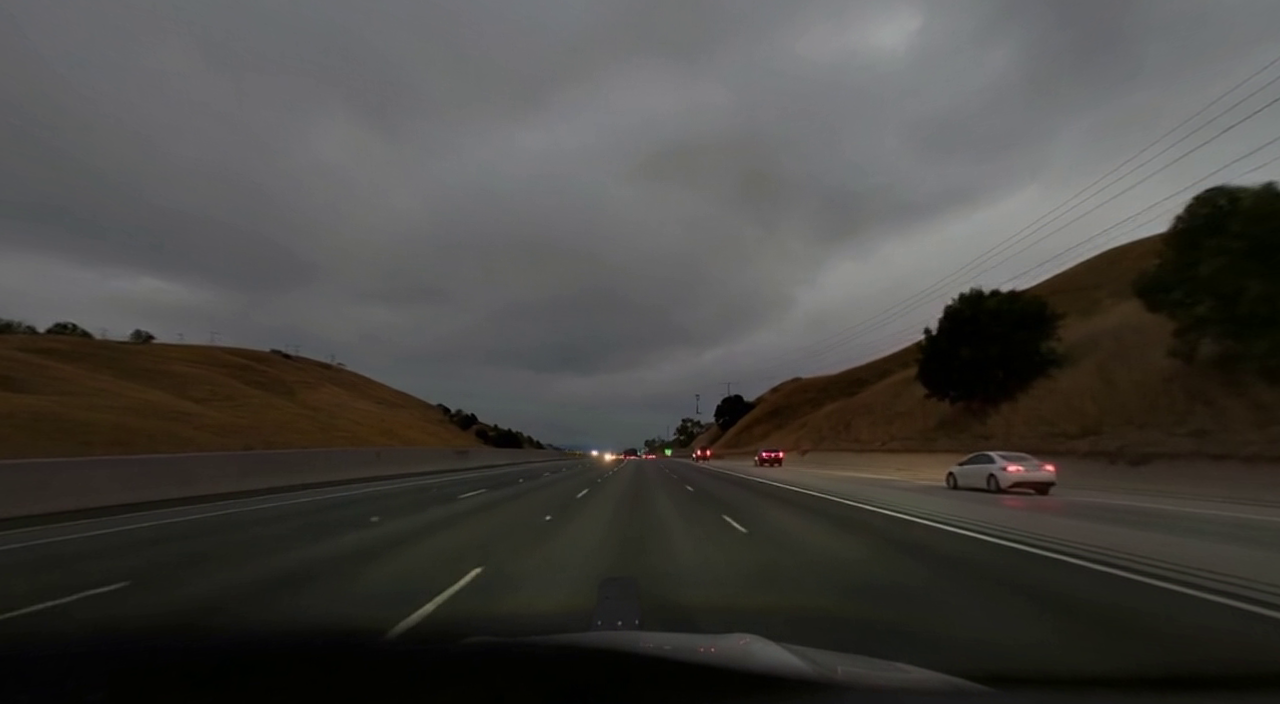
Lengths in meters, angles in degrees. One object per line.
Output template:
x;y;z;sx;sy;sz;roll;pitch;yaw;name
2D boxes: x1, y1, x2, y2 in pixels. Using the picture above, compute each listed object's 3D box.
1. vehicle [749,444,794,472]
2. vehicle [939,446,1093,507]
9.135;7.373;44.072;2.108;1.870;4.435;0;-8;-1;vehicle
10.223;3.373;17.514;1.884;1.486;3.770;0;-8;-1;vehicle
